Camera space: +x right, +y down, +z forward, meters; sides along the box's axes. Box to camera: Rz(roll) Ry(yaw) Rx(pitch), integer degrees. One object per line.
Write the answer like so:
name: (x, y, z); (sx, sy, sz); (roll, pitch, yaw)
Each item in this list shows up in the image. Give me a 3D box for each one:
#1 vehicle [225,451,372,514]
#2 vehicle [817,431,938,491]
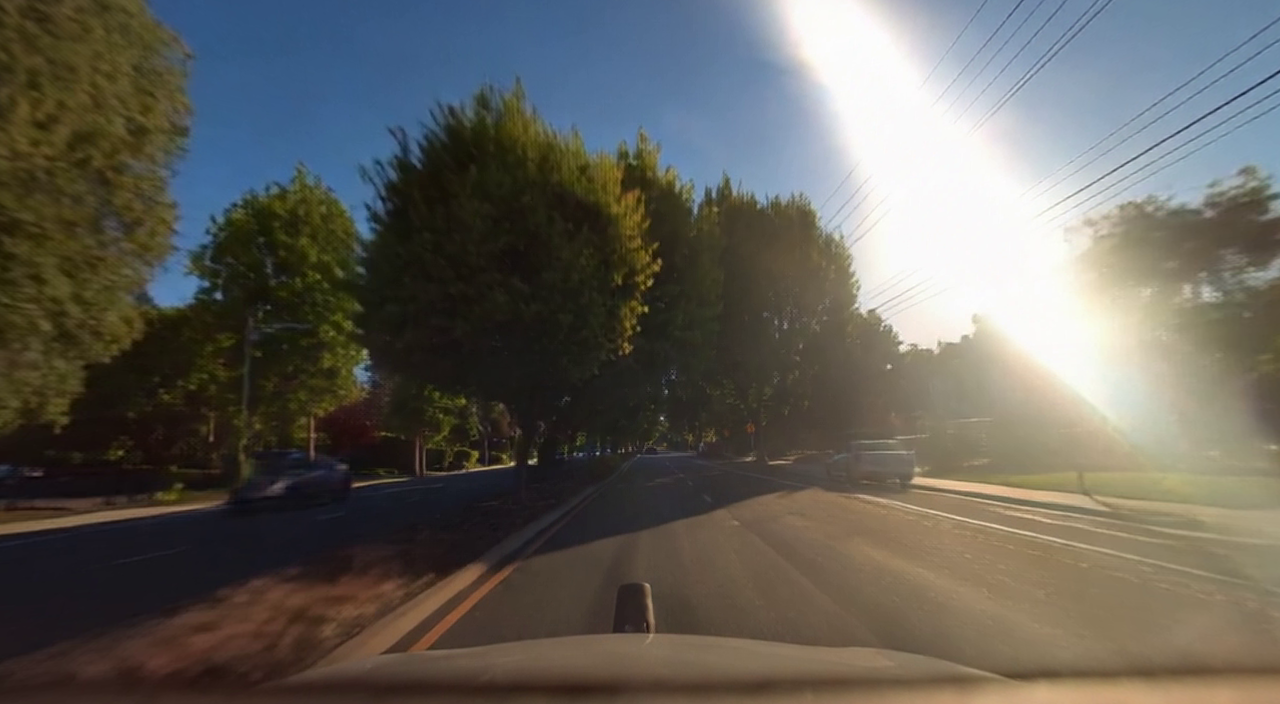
vehicle: (-11.069, 4.213, 20.965); (2.077, 1.776, 4.757); (-1, -8, 2)
vehicle: (7.848, 3.640, 21.449); (2.200, 1.783, 4.682); (0, -8, -1)
